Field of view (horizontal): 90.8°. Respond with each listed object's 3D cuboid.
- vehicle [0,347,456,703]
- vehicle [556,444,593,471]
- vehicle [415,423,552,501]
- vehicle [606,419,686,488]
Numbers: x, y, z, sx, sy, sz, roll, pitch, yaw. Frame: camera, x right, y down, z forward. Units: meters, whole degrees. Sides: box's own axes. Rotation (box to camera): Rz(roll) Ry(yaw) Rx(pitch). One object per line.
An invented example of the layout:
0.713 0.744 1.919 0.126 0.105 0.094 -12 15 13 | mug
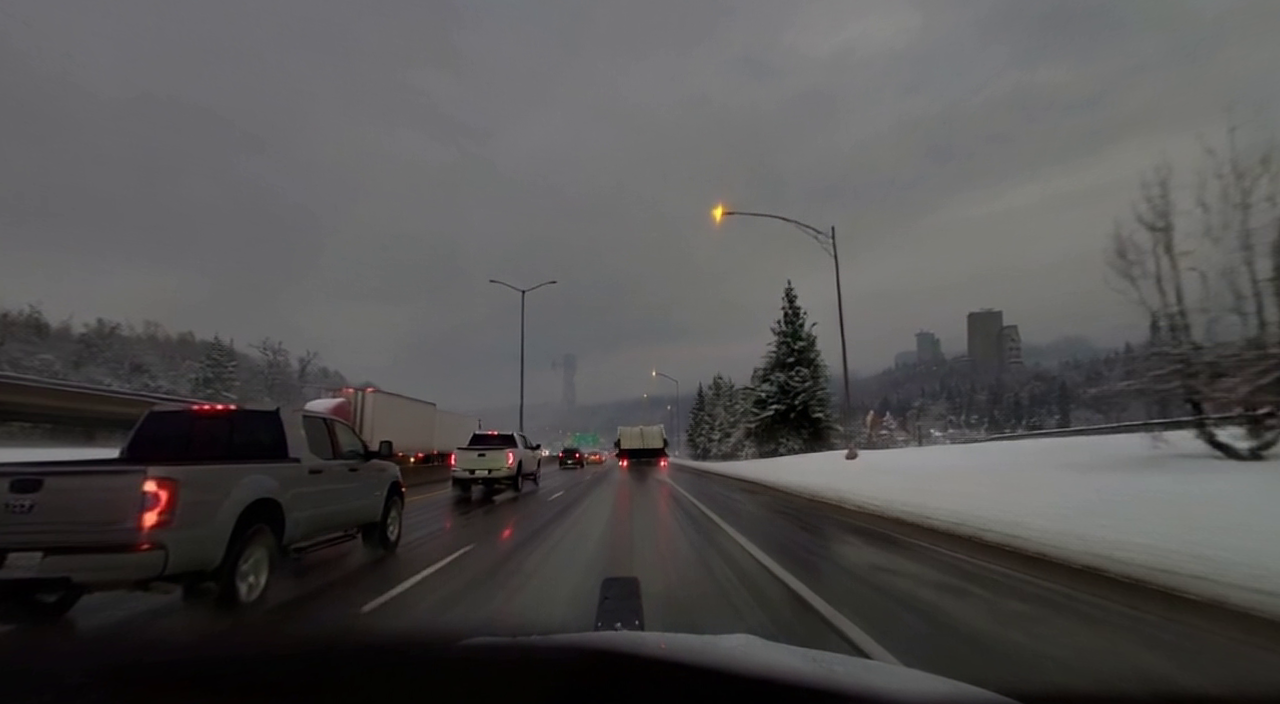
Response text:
-3.587 1.261 5.658 2.303 1.835 5.044 0 -8 0 | vehicle
-4.895 7.989 48.072 2.329 1.859 4.823 0 -9 0 | vehicle
-4.379 3.221 18.987 2.575 1.958 5.730 0 -9 1 | vehicle
0.081 4.246 26.741 2.886 2.471 7.692 0 -8 -2 | vehicle
